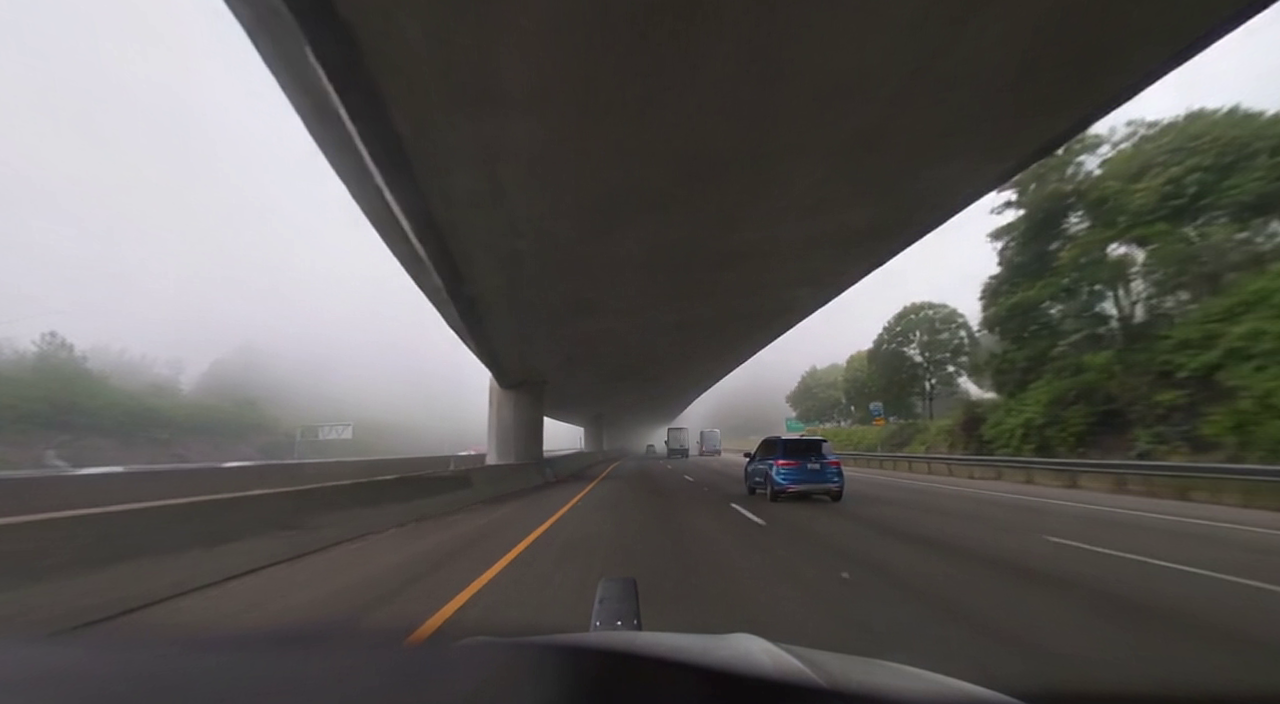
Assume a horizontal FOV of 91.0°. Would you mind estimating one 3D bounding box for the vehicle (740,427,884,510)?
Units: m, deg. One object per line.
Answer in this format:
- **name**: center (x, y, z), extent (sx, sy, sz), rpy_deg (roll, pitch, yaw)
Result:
- **vehicle**: center (3.892, 2.725, 15.203), extent (2.148, 1.691, 4.443), rpy_deg (0, -8, -1)
